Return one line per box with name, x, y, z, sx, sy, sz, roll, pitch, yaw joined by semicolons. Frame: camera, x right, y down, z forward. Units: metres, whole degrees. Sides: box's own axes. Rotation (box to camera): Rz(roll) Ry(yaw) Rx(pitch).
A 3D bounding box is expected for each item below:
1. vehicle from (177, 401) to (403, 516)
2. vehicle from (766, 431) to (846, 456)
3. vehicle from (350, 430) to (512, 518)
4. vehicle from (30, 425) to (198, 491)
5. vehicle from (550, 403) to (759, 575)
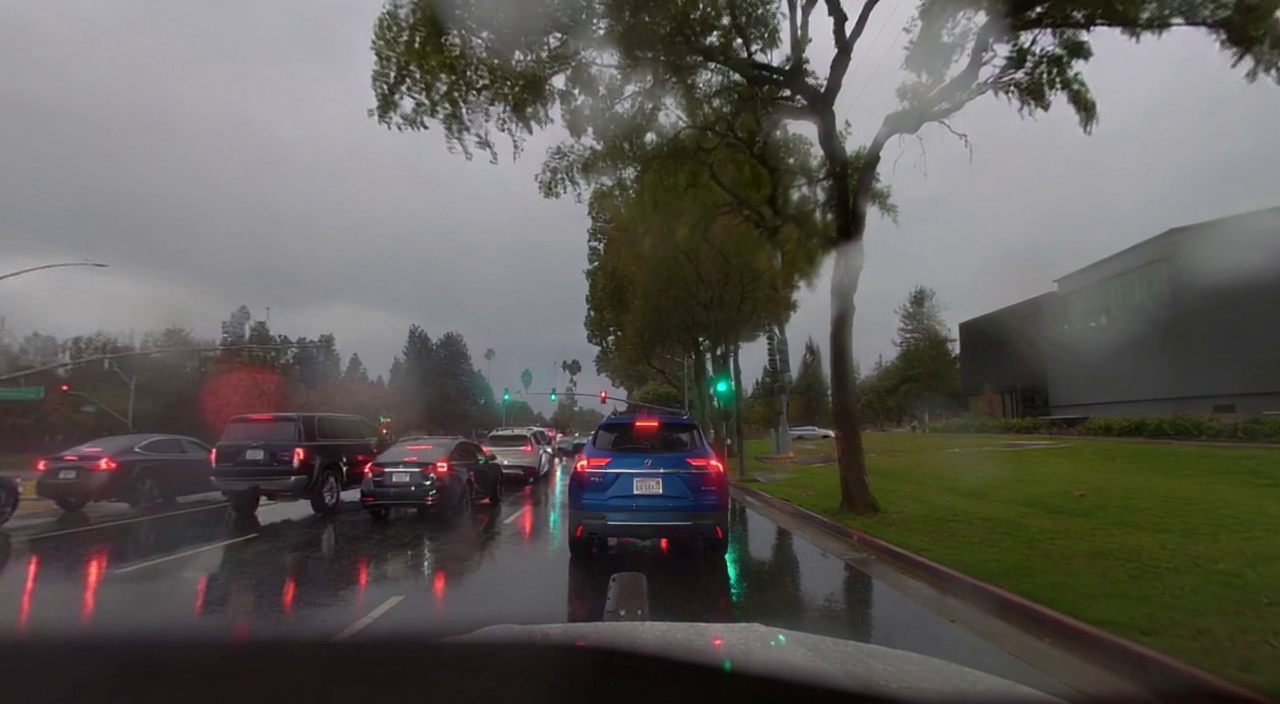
vehicle;-7.405;2.343;14.254;2.195;2.093;5.185;0;-9;-2
vehicle;10.081;5.609;38.655;4.450;1.439;1.796;-1;-9;3
vehicle;-4.090;2.451;13.220;1.942;1.523;4.212;0;-9;0
vehicle;-17.676;3.576;21.601;2.136;1.976;4.342;0;-9;-4
vehicle;0.105;1.675;8.462;2.055;1.681;4.270;0;-9;-1
